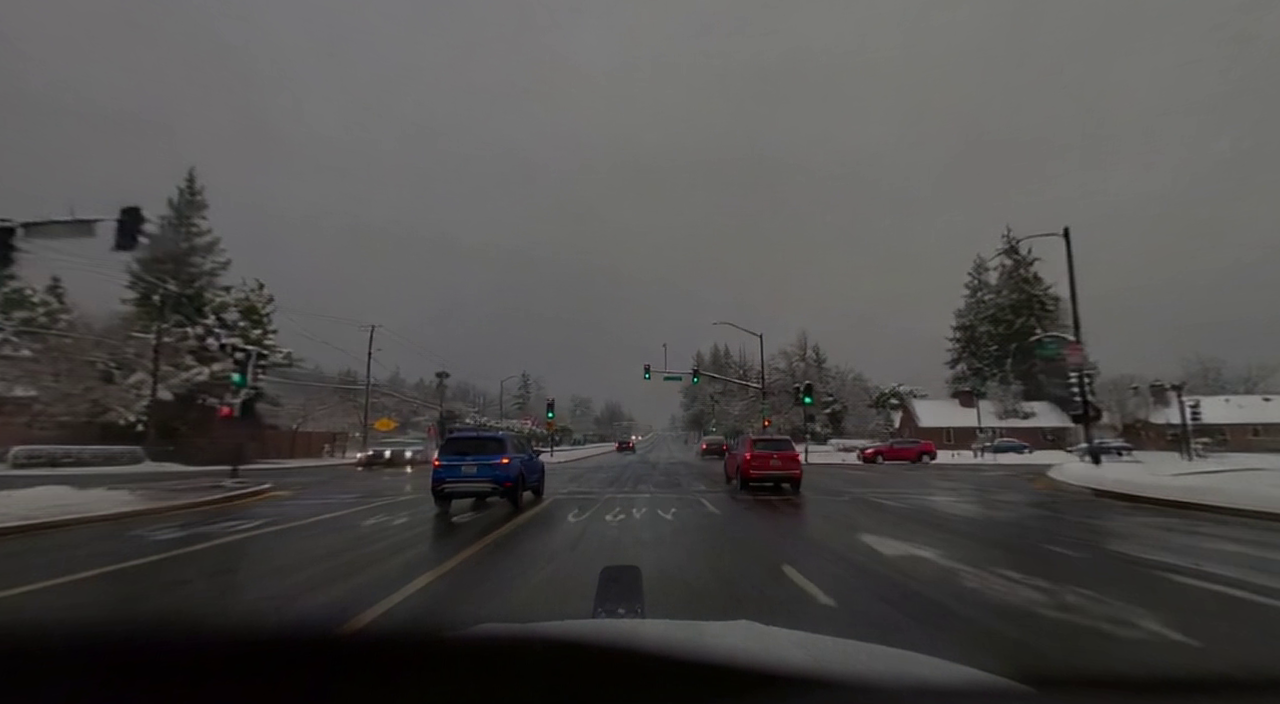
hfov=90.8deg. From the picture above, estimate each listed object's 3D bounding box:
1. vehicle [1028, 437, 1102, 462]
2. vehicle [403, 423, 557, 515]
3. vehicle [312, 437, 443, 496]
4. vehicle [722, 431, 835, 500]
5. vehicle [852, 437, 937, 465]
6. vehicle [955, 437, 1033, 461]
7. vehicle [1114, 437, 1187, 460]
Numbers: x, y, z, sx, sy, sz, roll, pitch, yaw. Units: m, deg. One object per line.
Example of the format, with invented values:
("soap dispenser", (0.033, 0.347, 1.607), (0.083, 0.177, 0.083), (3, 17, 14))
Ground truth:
("vehicle", (31.615, 7.231, 47.021), (4.524, 1.765, 2.086), (2, -9, -17))
("vehicle", (-3.260, 2.506, 14.039), (2.045, 1.688, 4.632), (-1, -8, 2))
("vehicle", (-7.413, 3.260, 18.418), (1.999, 1.465, 4.640), (0, -8, -2))
("vehicle", (3.647, 3.080, 17.566), (2.132, 1.659, 4.387), (0, -8, 0))
("vehicle", (17.218, 6.690, 42.793), (4.922, 1.630, 2.094), (1, -9, -16))
("vehicle", (25.086, 6.867, 44.799), (4.479, 1.652, 2.174), (2, -9, -17))
("vehicle", (39.936, 7.540, 49.420), (4.662, 1.700, 1.985), (3, -9, -18))
